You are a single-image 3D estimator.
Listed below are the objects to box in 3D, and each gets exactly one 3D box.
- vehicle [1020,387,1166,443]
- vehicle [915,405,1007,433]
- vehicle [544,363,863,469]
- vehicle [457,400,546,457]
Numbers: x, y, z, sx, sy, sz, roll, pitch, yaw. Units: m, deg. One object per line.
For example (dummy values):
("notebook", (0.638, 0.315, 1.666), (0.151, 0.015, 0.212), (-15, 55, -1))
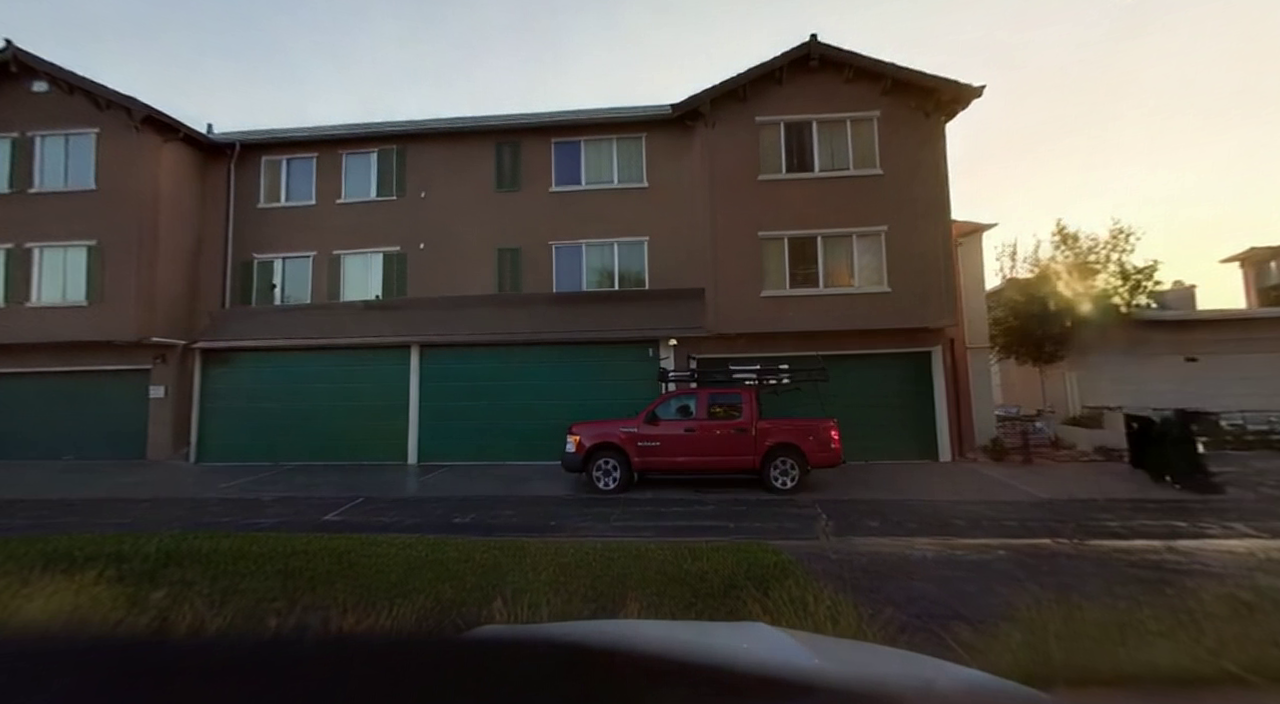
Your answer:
("vehicle", (16.098, 2.285, 22.567), (3.770, 1.496, 1.951), (6, -9, 3))
("vehicle", (16.878, 3.560, 33.339), (3.897, 1.416, 1.703), (-1, -8, 2))
("vehicle", (1.121, 1.289, 12.260), (5.600, 1.835, 2.161), (-1, -8, 2))
("vehicle", (-4.434, 2.418, 20.746), (1.869, 1.460, 3.826), (-4, -2, 2))
